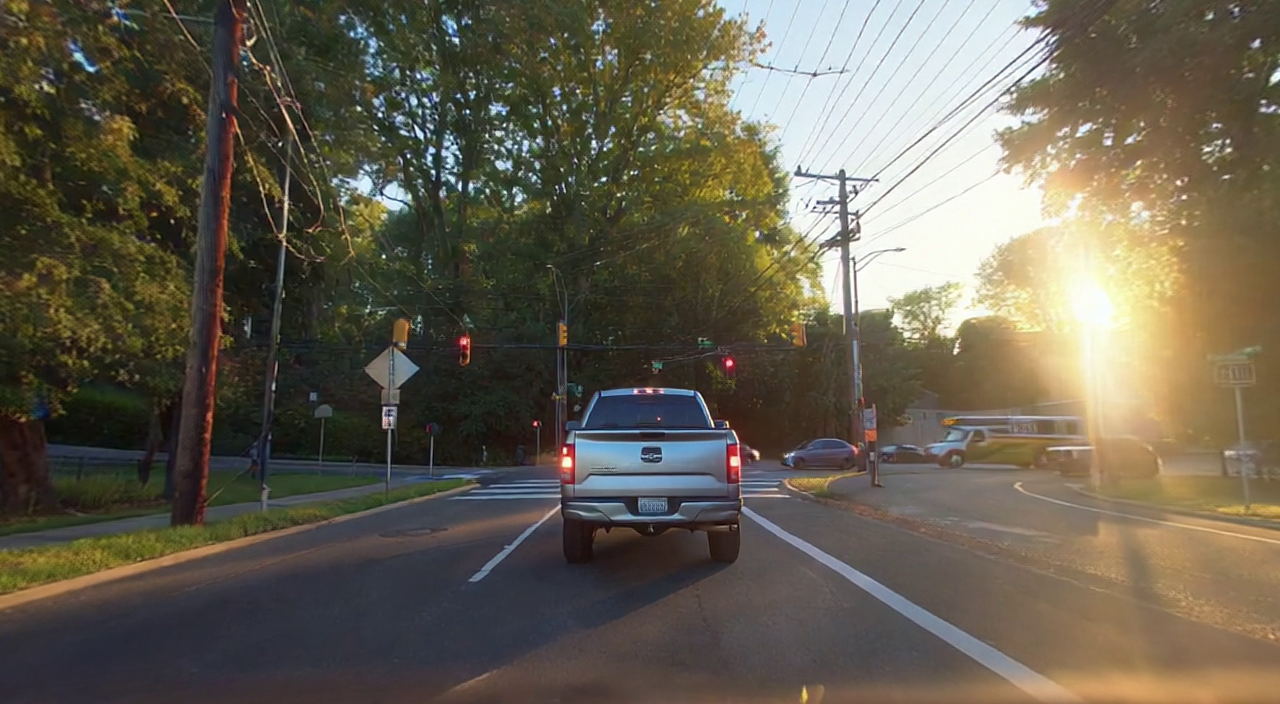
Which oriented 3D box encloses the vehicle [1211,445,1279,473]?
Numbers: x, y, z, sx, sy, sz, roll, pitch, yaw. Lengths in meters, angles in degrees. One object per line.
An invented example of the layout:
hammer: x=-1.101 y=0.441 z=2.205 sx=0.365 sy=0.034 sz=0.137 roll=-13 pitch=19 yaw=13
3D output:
vehicle: x=40.947 y=6.949 z=41.256 sx=5.426 sy=1.728 sz=1.999 roll=0 pitch=-8 yaw=-3

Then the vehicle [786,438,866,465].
vehicle: x=13.460 y=7.260 z=46.085 sx=5.235 sy=1.878 sz=2.107 roll=-2 pitch=-8 yaw=8

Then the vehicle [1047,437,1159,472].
vehicle: x=21.570 y=4.751 z=29.452 sx=4.520 sy=1.496 sz=2.060 roll=3 pitch=-9 yaw=-23

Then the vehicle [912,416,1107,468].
vehicle: x=23.998 y=5.910 z=41.531 sx=10.726 sy=3.128 sz=3.003 roll=-1 pitch=-8 yaw=2

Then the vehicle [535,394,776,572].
vehicle: x=0.123 y=1.873 z=9.940 sx=2.707 sy=1.964 sz=5.485 roll=0 pitch=-8 yaw=-1
